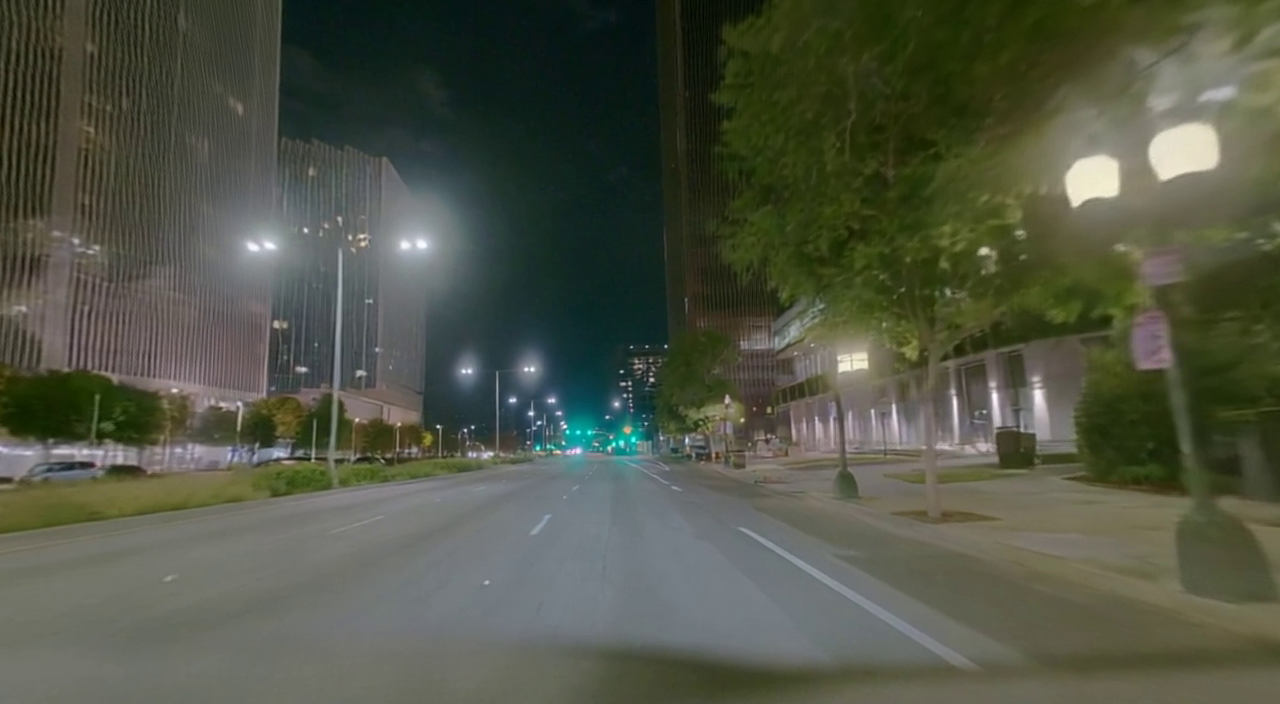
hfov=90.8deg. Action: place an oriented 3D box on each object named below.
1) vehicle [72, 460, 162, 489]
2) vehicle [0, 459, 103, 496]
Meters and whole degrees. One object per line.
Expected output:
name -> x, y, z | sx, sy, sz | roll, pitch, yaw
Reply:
vehicle -> -33.279, 7.789, 40.397 | 2.034, 1.618, 4.667 | 1, -8, -5
vehicle -> -32.812, 6.874, 34.930 | 2.031, 1.789, 5.081 | 0, -8, -4
